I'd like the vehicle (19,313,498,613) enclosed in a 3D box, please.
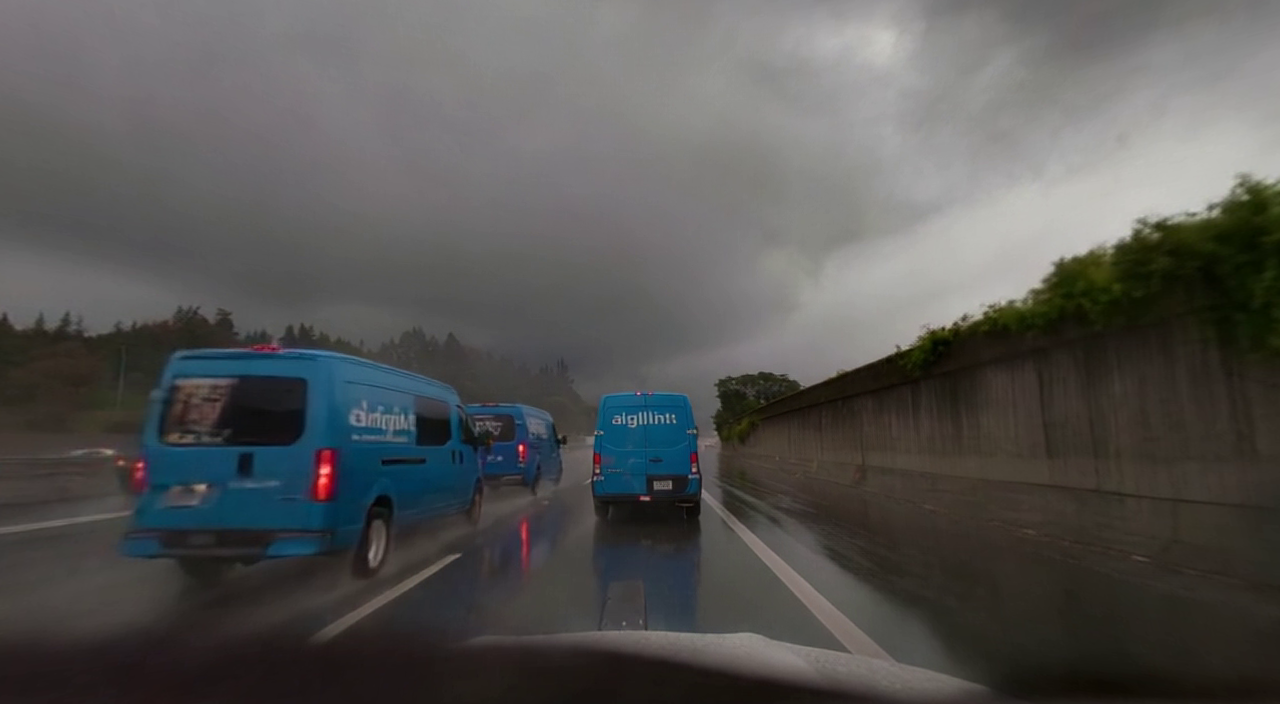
[{"bbox_3d":[-3.703,1.280,7.941,2.729,2.439,5.418,0,-8,-2],"label":"vehicle"}]

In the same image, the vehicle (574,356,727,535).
[{"bbox_3d":[0.147,1.884,12.911,2.316,2.738,6.398,0,-9,0],"label":"vehicle"}]
